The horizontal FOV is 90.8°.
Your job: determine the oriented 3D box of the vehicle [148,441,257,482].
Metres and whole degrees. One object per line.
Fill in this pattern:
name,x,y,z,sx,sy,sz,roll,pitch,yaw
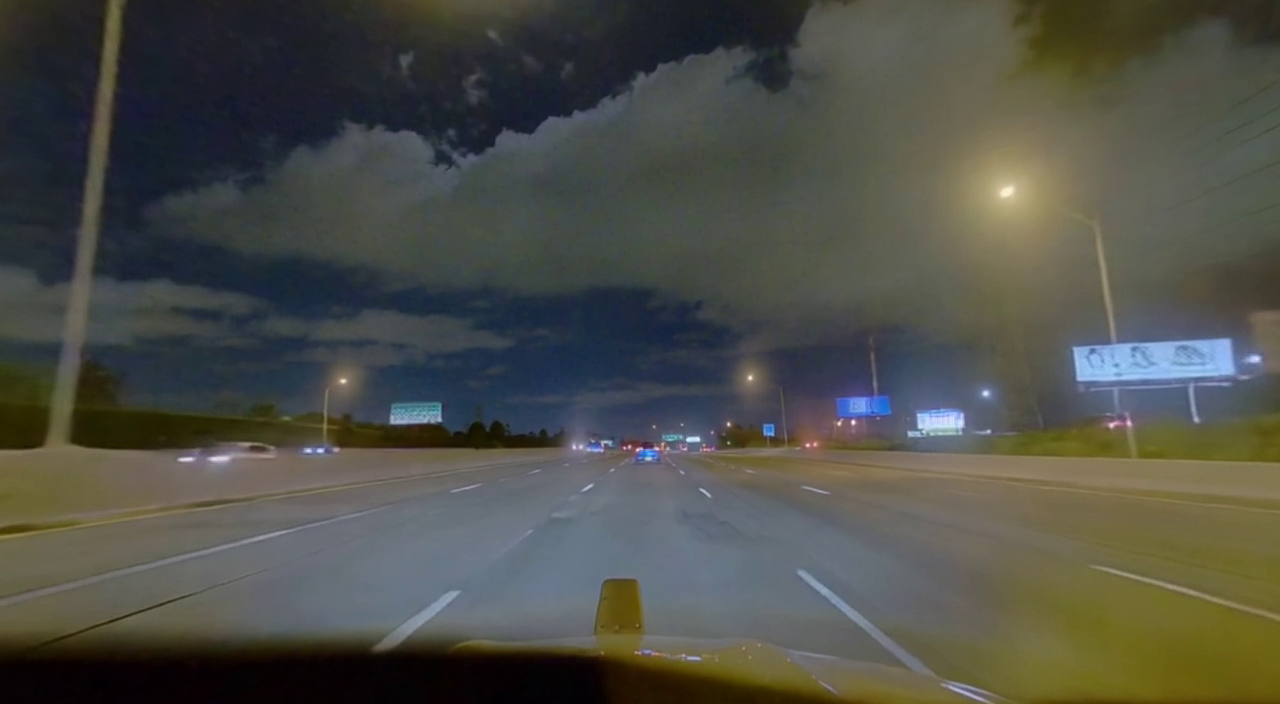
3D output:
vehicle,-15.705,3.914,22.884,1.481,1.361,3.357,-1,-8,1

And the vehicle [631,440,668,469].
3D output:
vehicle,0.584,5.986,37.126,2.074,1.574,3.971,-1,-8,1
